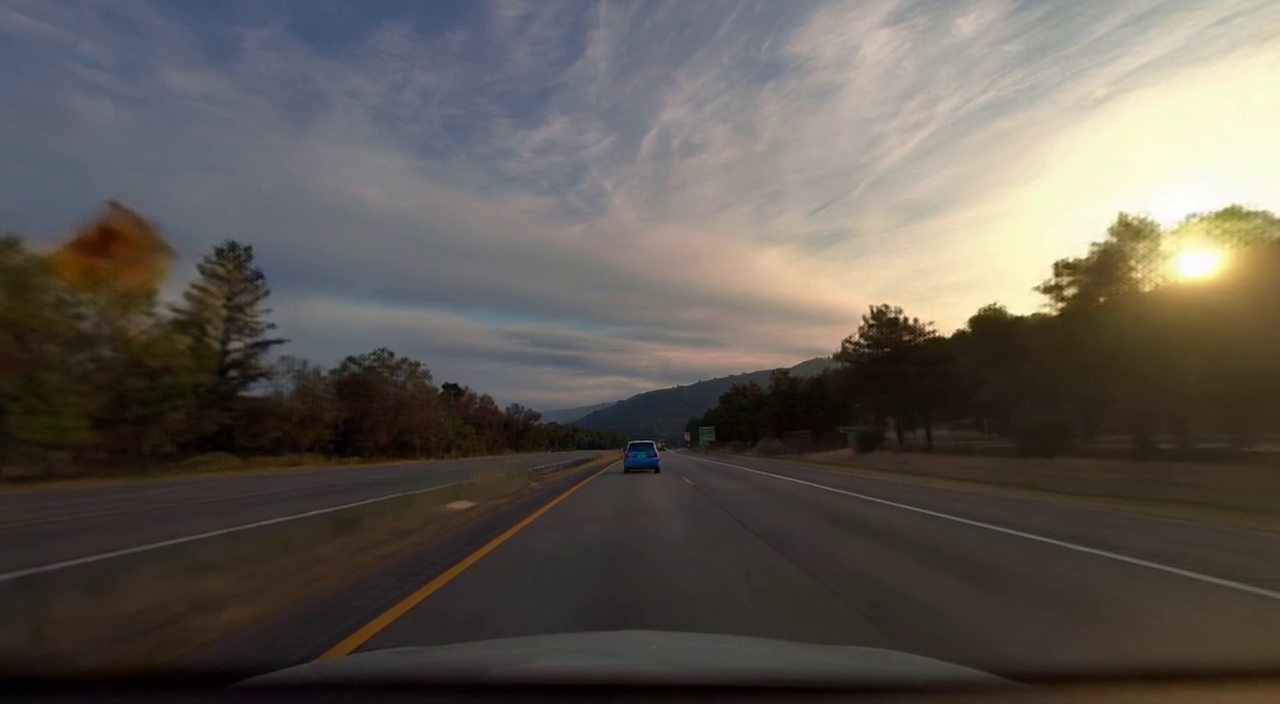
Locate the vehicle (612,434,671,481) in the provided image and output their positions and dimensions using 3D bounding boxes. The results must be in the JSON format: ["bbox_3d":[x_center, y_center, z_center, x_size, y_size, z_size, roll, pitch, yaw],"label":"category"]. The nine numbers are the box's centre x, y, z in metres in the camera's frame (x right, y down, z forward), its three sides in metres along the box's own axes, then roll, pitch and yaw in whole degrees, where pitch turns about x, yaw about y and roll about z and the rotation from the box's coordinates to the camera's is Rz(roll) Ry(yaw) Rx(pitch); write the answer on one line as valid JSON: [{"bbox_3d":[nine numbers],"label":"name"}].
[{"bbox_3d":[0.065,4.230,25.472,2.190,1.706,4.062,0,-9,0],"label":"vehicle"}]
